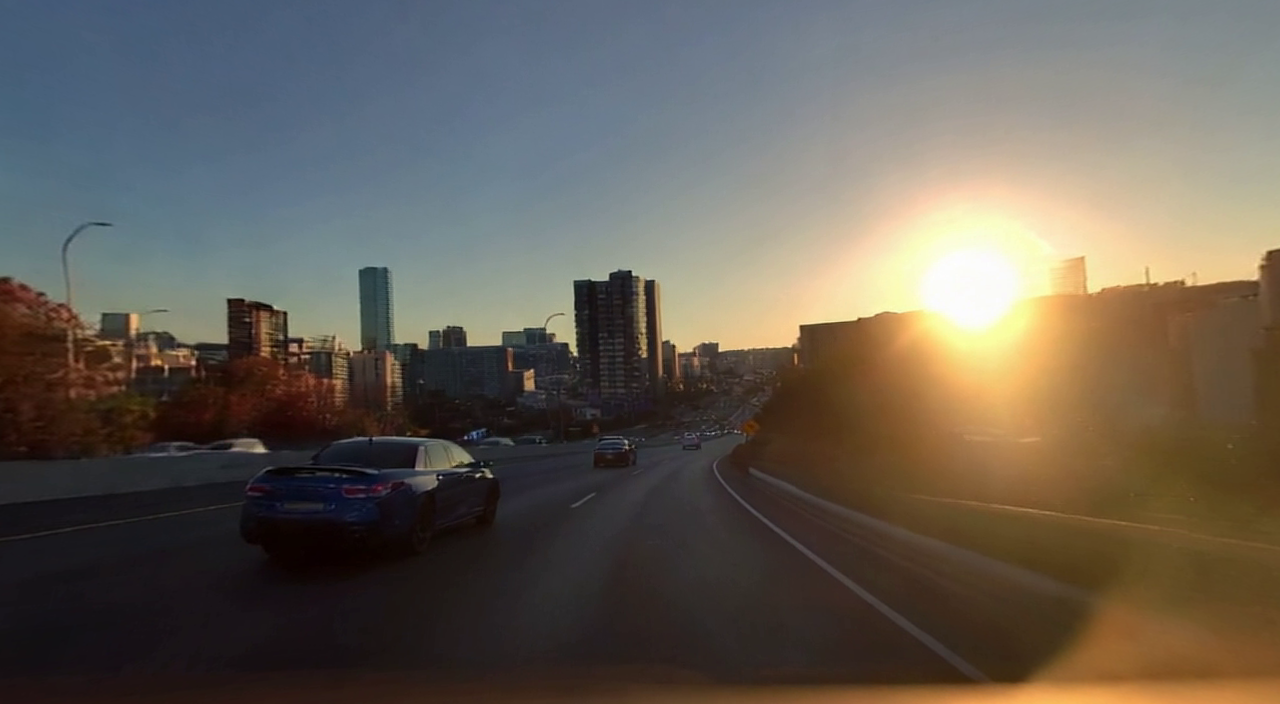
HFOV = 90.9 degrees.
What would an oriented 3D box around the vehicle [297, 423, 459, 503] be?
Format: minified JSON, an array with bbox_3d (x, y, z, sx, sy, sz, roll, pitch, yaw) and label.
[{"bbox_3d":[-6.310,2.736,15.875,1.993,1.690,4.450,-1,-9,3],"label":"vehicle"}]

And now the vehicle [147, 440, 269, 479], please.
[{"bbox_3d":[-19.022,4.749,28.082,1.880,1.540,4.630,-1,-9,5],"label":"vehicle"}]

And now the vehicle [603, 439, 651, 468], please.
[{"bbox_3d":[-0.635,5.396,33.647,1.928,1.455,4.361,-2,-9,7],"label":"vehicle"}]
